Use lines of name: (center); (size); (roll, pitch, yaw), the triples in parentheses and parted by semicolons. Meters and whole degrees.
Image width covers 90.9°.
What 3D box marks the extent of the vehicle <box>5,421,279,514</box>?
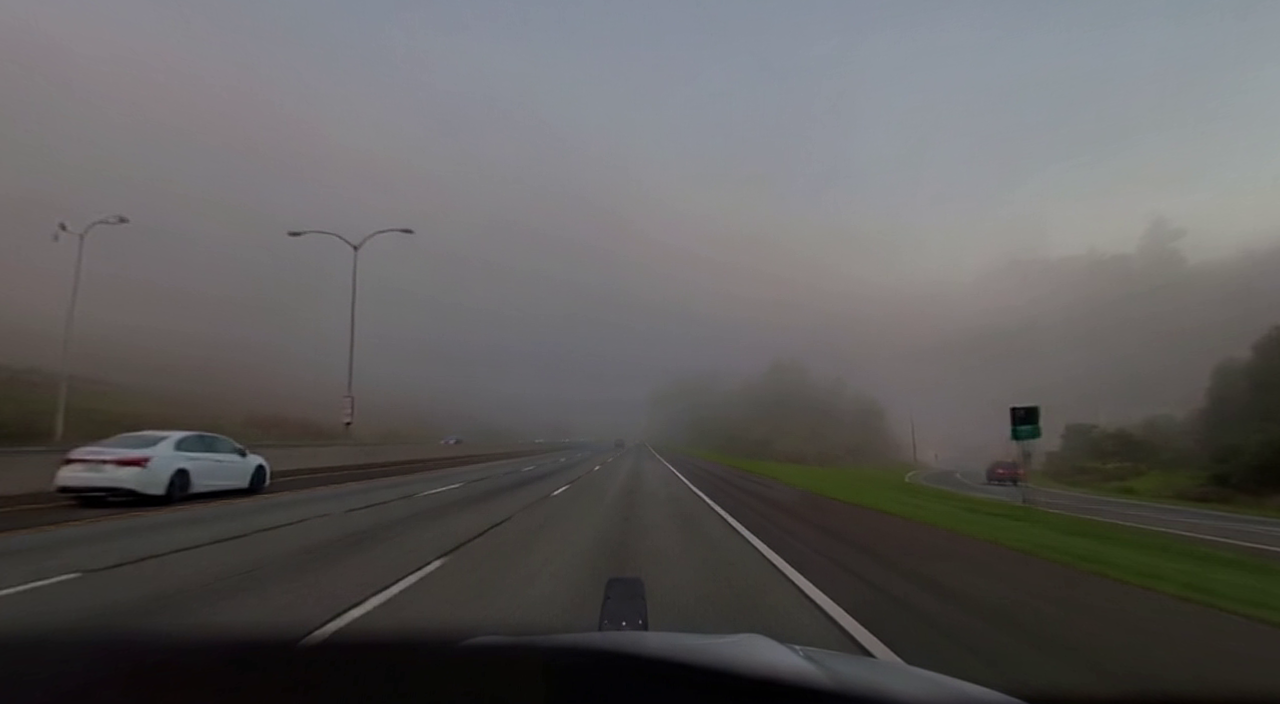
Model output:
vehicle: (-10.881, 2.548, 14.479); (2.152, 1.753, 4.972); (0, -8, 1)

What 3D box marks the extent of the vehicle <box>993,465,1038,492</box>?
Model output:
vehicle: (29.043, 9.748, 48.908); (2.108, 1.763, 4.817); (-3, -9, 21)
